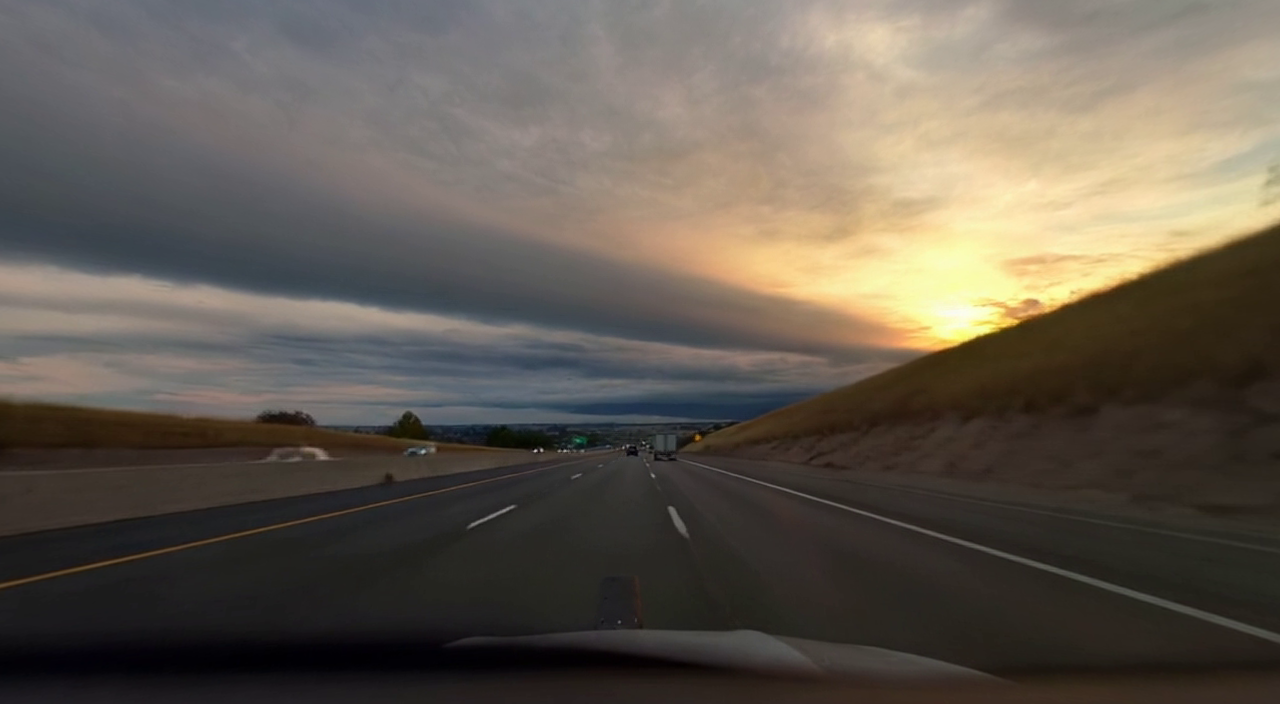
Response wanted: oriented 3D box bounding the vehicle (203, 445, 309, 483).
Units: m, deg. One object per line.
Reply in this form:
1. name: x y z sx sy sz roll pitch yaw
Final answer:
1. vehicle: -17.093 4.972 28.293 1.900 1.524 4.532 -1 -9 0
